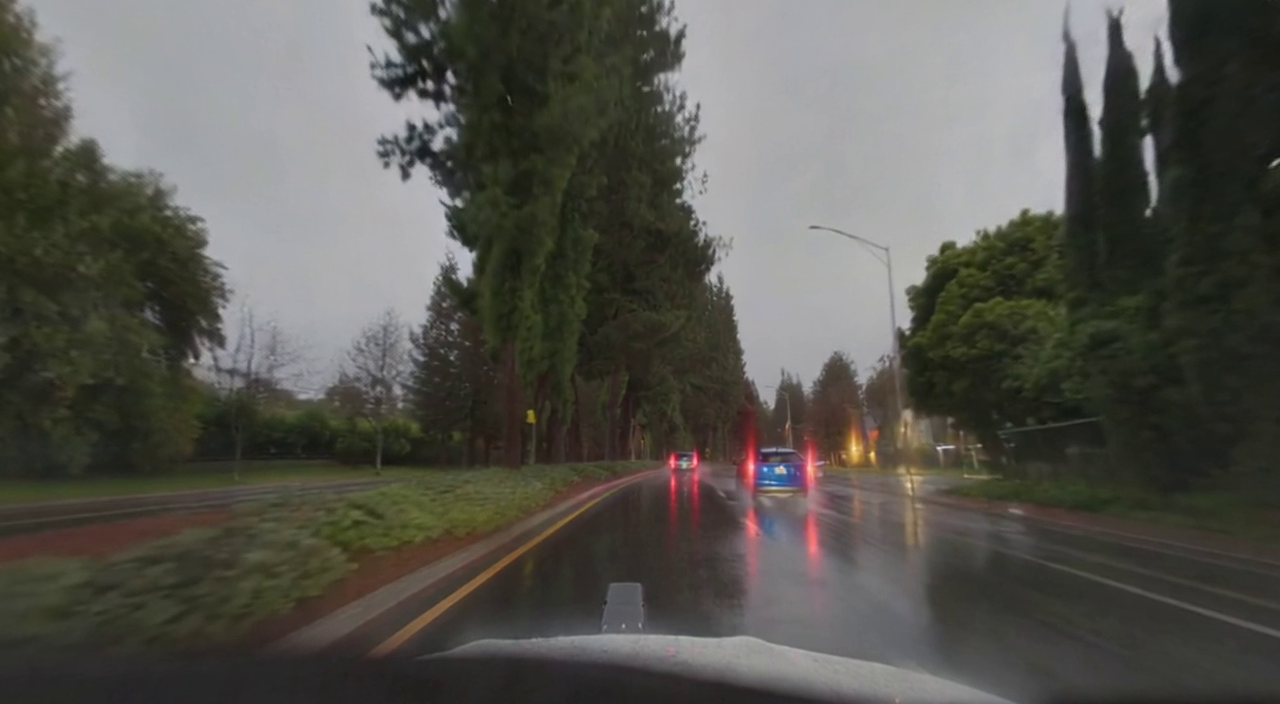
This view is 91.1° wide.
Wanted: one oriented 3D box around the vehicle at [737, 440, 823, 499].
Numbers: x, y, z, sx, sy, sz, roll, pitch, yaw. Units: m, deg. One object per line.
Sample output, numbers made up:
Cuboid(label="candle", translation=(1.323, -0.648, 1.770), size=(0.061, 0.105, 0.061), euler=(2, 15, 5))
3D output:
Cuboid(label="vehicle", translation=(4.337, 3.673, 20.133), size=(1.971, 1.663, 4.287), euler=(0, -8, 3))

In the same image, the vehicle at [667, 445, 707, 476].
Cuboid(label="vehicle", translation=(3.072, 6.910, 40.436), size=(2.251, 1.822, 4.391), euler=(-1, -8, 8))
